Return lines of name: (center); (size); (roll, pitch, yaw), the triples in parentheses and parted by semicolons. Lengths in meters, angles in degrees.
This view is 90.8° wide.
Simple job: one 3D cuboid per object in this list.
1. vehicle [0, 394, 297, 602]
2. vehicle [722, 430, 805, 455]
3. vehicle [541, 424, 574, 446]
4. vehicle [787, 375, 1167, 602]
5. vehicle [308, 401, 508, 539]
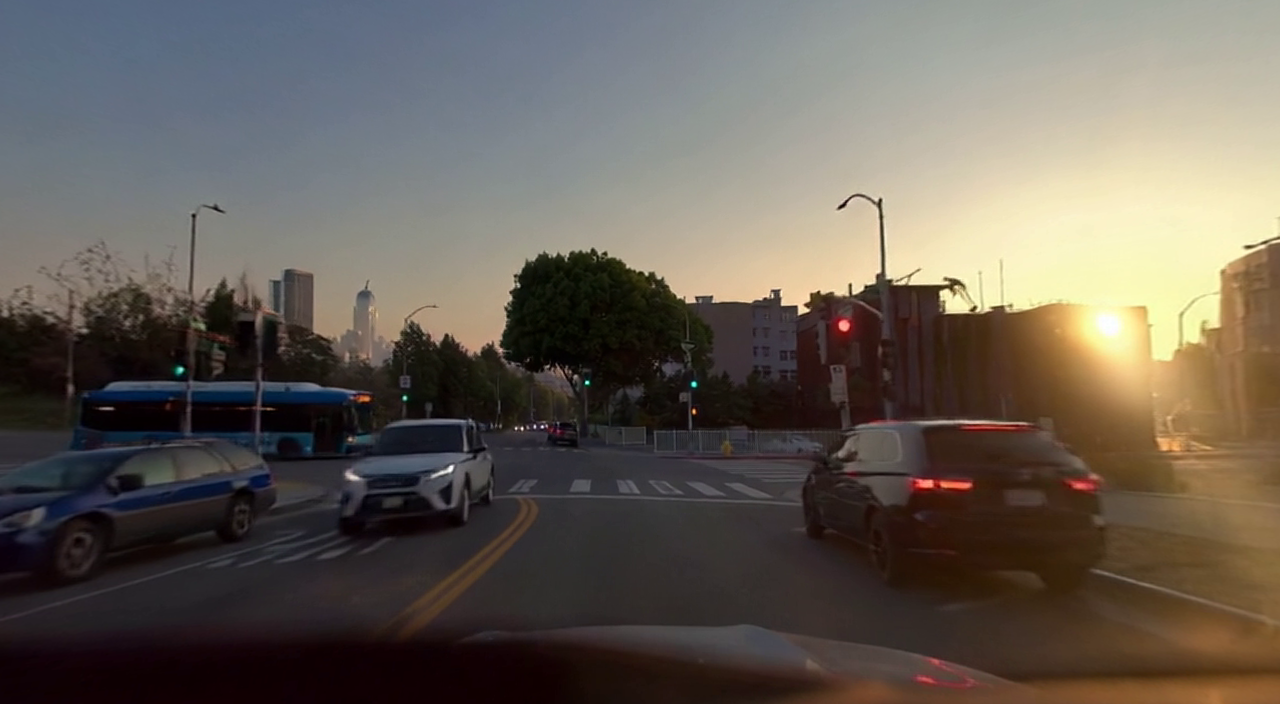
vehicle: (-6.696, 1.675, 7.894); (2.132, 1.801, 4.885); (-3, -8, -1)
vehicle: (7.103, 5.266, 36.737); (4.451, 1.422, 1.744); (0, -8, 0)
vehicle: (-5.951, 6.066, 45.958); (1.799, 1.468, 3.693); (0, -8, 1)
vehicle: (3.437, 1.503, 7.834); (2.052, 1.929, 4.747); (0, -8, 0)
vehicle: (-3.610, 1.923, 10.955); (2.148, 1.818, 4.791); (1, -8, -7)
